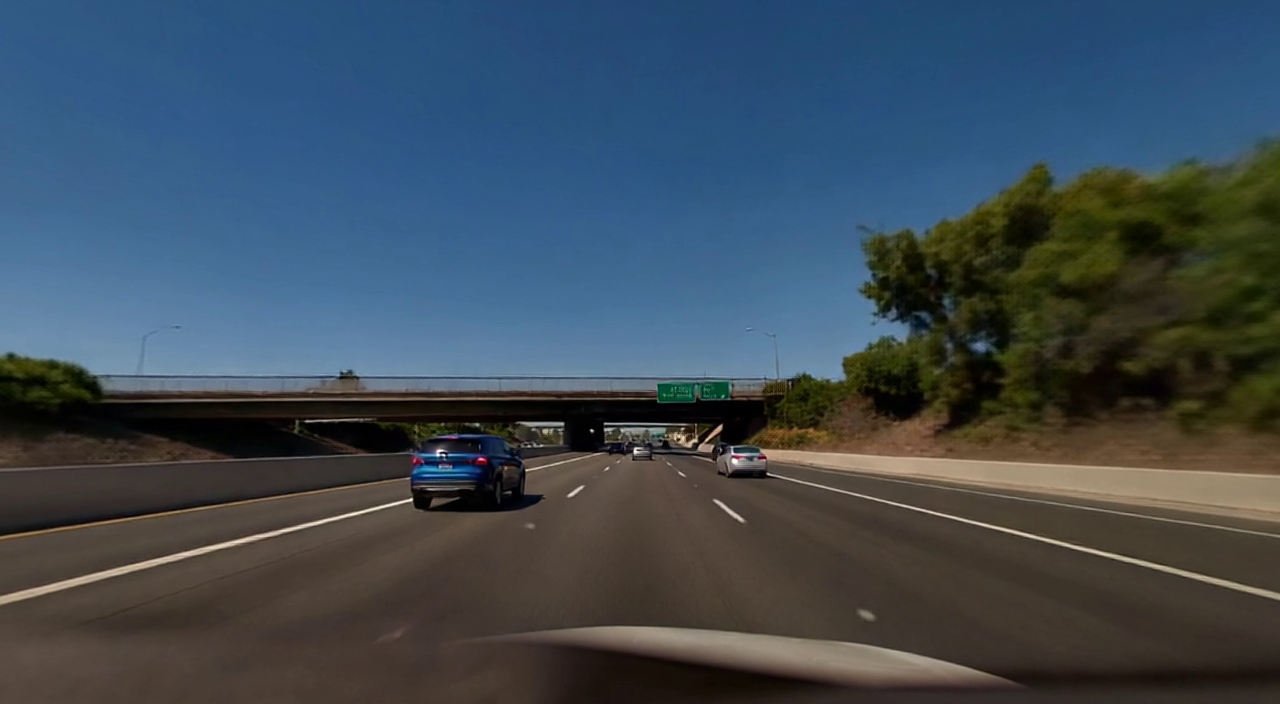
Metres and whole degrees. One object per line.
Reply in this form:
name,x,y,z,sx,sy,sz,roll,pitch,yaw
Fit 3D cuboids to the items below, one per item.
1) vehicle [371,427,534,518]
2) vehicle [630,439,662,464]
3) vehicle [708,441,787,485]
vehicle,-3.725,2.477,13.503,2.193,1.641,4.077,0,-8,0
vehicle,0.473,7.774,49.655,2.428,1.841,4.402,0,-8,1
vehicle,3.821,4.041,23.307,2.083,1.453,4.307,0,-8,-1
